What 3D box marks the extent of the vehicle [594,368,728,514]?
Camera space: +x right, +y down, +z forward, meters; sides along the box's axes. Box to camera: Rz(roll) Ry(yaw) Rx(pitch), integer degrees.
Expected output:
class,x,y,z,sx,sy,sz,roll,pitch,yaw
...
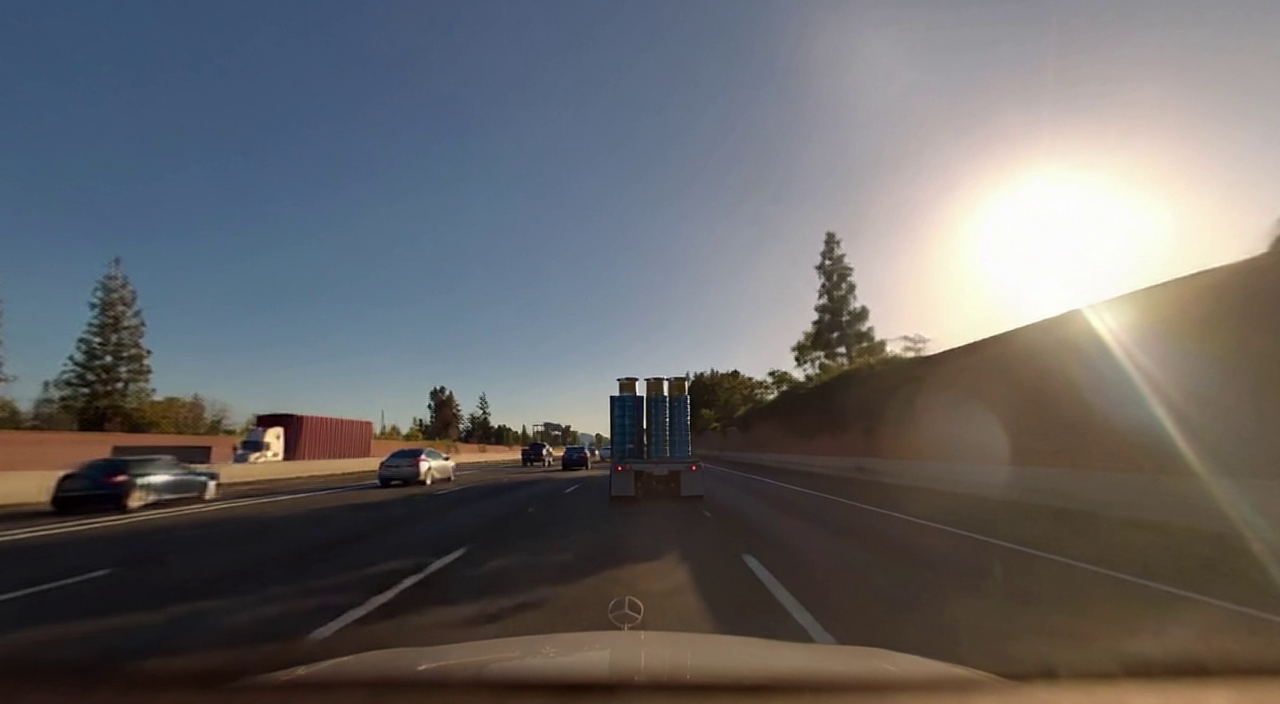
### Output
class,x,y,z,sx,sy,sz,roll,pitch,yaw
vehicle,0.434,2.476,17.533,2.798,3.071,8.412,0,-8,0

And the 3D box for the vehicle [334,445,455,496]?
class,x,y,z,sx,sy,sz,roll,pitch,yaw
vehicle,-7.857,3.812,20.734,2.006,1.458,4.700,0,-8,1

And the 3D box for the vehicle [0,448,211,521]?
class,x,y,z,sx,sy,sz,roll,pitch,yaw
vehicle,-12.981,3.080,15.299,1.908,1.473,4.552,0,-8,0

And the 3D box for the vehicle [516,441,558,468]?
class,x,y,z,sx,sy,sz,roll,pitch,yaw
vehicle,-7.462,7.458,46.061,2.164,1.874,5.004,0,-8,1

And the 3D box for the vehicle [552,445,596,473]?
class,x,y,z,sx,sy,sz,roll,pitch,yaw
vehicle,-3.681,6.068,36.036,1.974,1.475,4.538,0,-8,1
